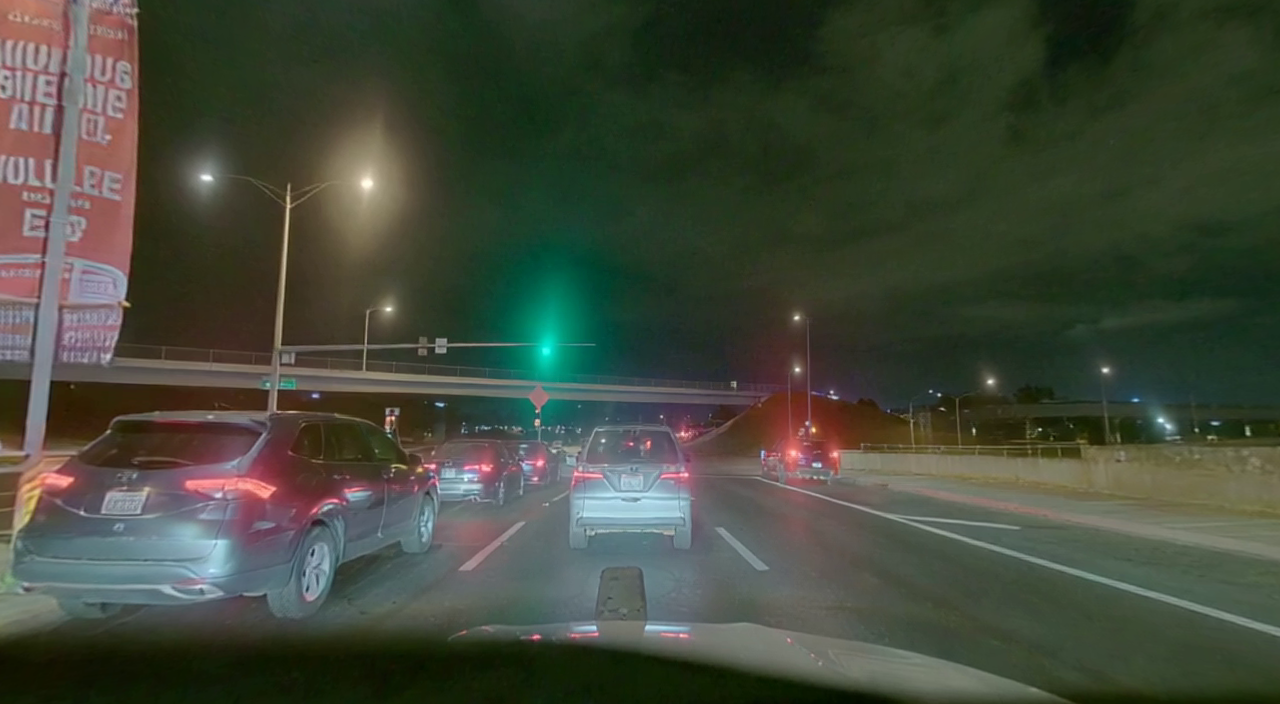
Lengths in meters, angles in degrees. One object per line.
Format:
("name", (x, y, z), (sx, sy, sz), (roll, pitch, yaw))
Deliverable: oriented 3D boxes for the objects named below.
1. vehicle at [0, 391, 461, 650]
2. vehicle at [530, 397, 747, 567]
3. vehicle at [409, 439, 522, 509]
("vehicle", (-3.499, 1.441, 6.391), (2.039, 1.709, 4.265), (0, -9, 0))
("vehicle", (-0.094, 1.775, 9.305), (2.409, 1.864, 4.471), (0, -9, -2))
("vehicle", (-4.147, 2.943, 15.538), (1.797, 1.505, 3.506), (0, -9, 0))
